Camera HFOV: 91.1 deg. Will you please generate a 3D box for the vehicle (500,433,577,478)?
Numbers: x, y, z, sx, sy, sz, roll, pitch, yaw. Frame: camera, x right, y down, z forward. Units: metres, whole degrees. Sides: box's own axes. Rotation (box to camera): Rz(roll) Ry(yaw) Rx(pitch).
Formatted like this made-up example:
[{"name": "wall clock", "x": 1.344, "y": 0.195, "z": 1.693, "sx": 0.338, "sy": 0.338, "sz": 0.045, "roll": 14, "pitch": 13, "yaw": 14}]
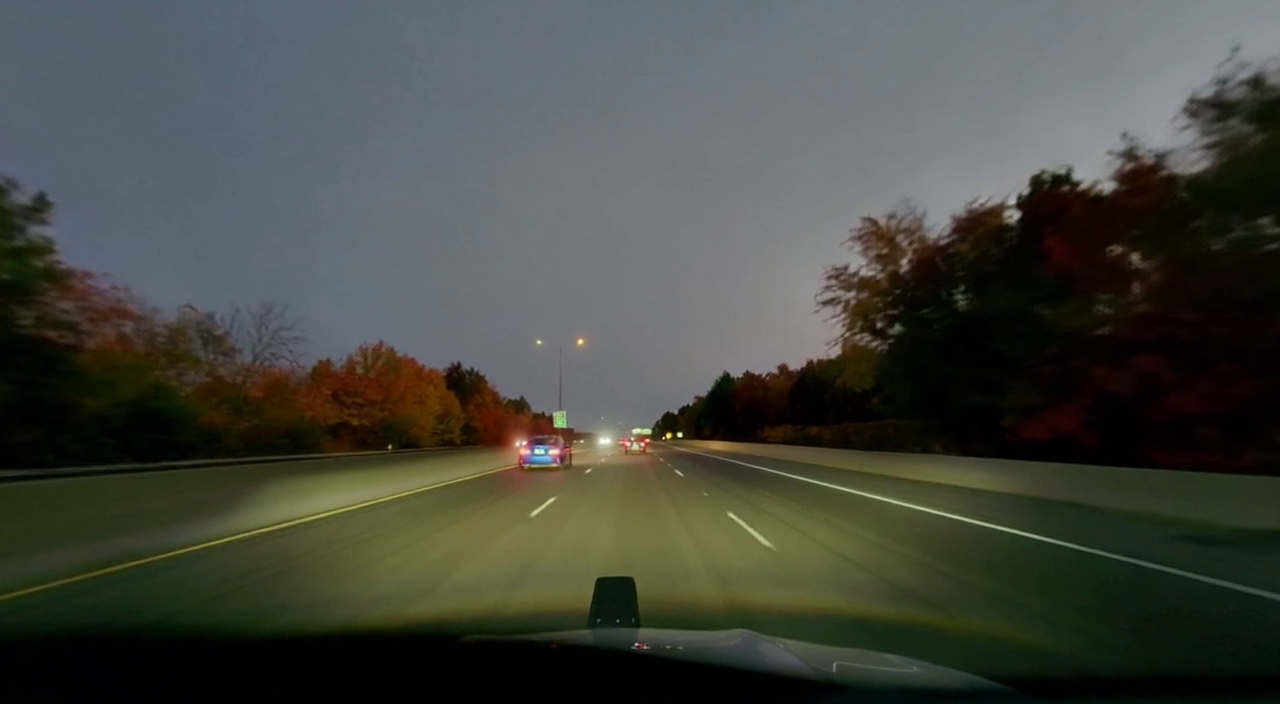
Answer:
[{"name": "vehicle", "x": -3.617, "y": 3.759, "z": 23.216, "sx": 2.103, "sy": 1.507, "sz": 4.367, "roll": 0, "pitch": -8, "yaw": 0}]
